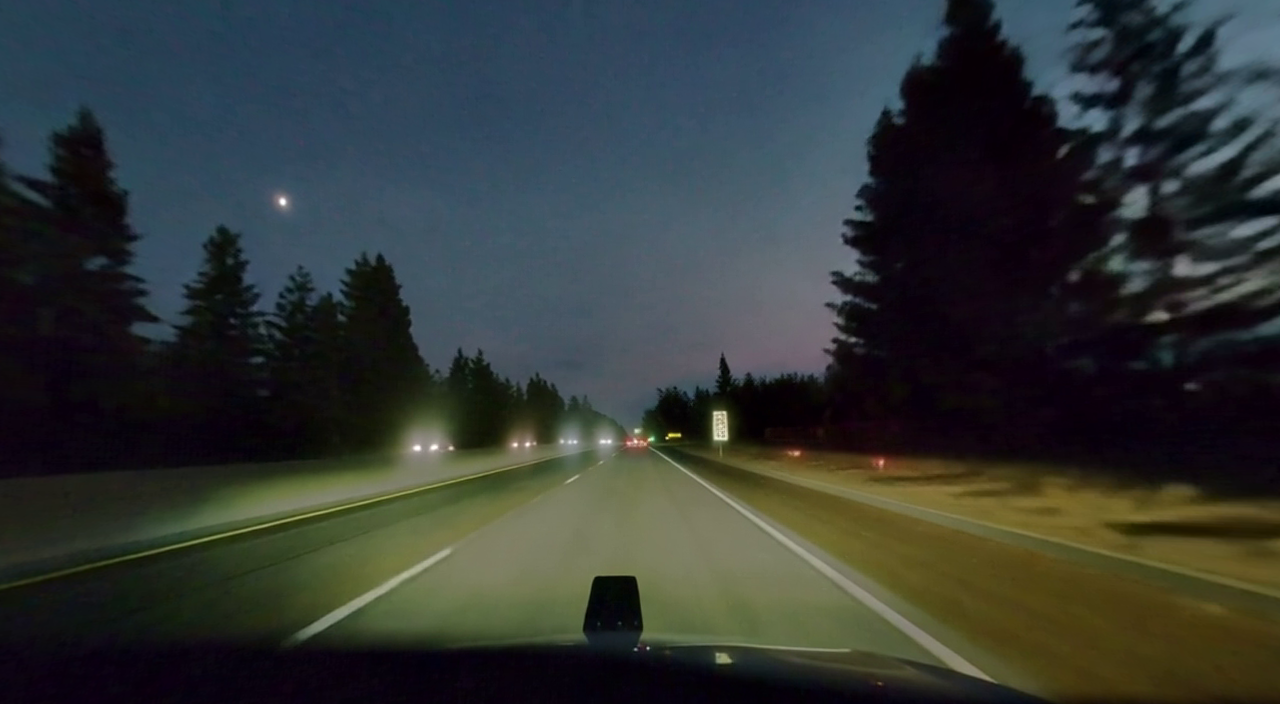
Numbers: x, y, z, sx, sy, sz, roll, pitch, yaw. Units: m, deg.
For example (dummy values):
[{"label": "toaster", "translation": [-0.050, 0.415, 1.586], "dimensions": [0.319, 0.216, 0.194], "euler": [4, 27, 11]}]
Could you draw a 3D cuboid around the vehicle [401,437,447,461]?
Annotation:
[{"label": "vehicle", "translation": [-16.299, 7.315, 47.666], "dimensions": [1.914, 1.668, 4.316], "euler": [0, -8, 0]}]
